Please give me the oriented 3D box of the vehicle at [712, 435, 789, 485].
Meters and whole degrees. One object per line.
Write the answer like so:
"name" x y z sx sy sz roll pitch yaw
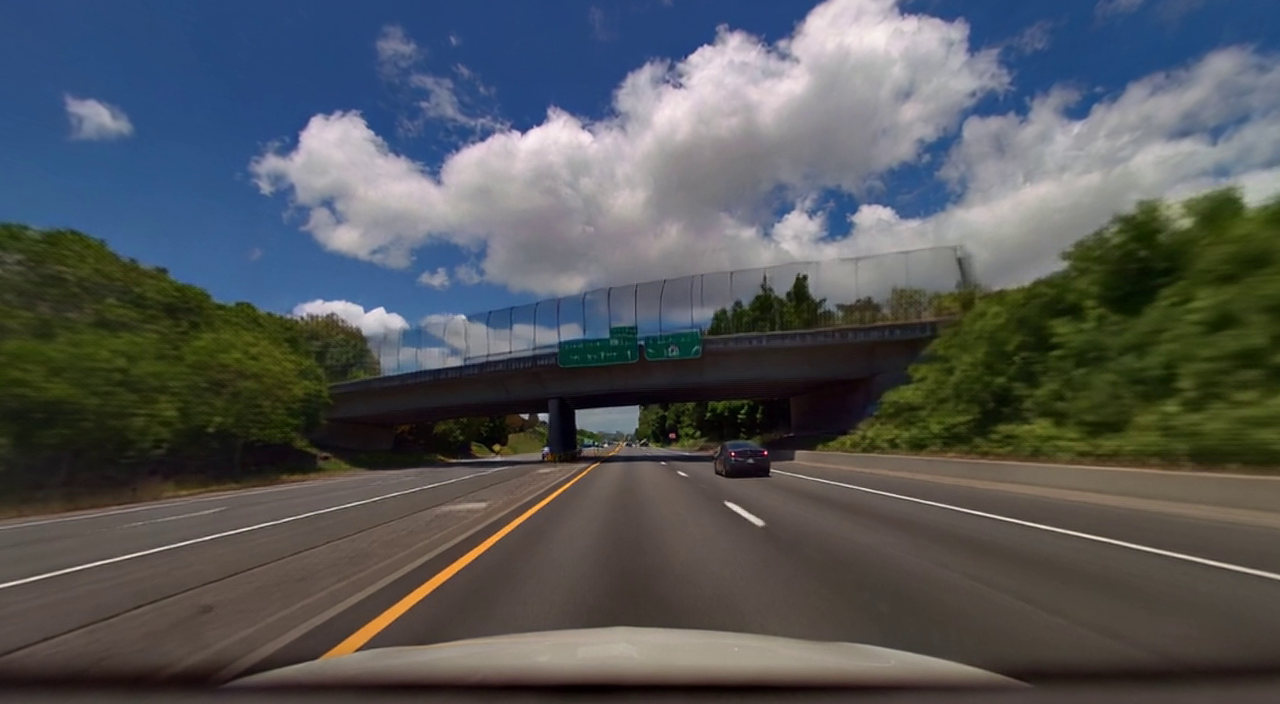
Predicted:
"vehicle" 3.564 3.530 20.920 1.781 1.470 3.540 0 -8 -2
